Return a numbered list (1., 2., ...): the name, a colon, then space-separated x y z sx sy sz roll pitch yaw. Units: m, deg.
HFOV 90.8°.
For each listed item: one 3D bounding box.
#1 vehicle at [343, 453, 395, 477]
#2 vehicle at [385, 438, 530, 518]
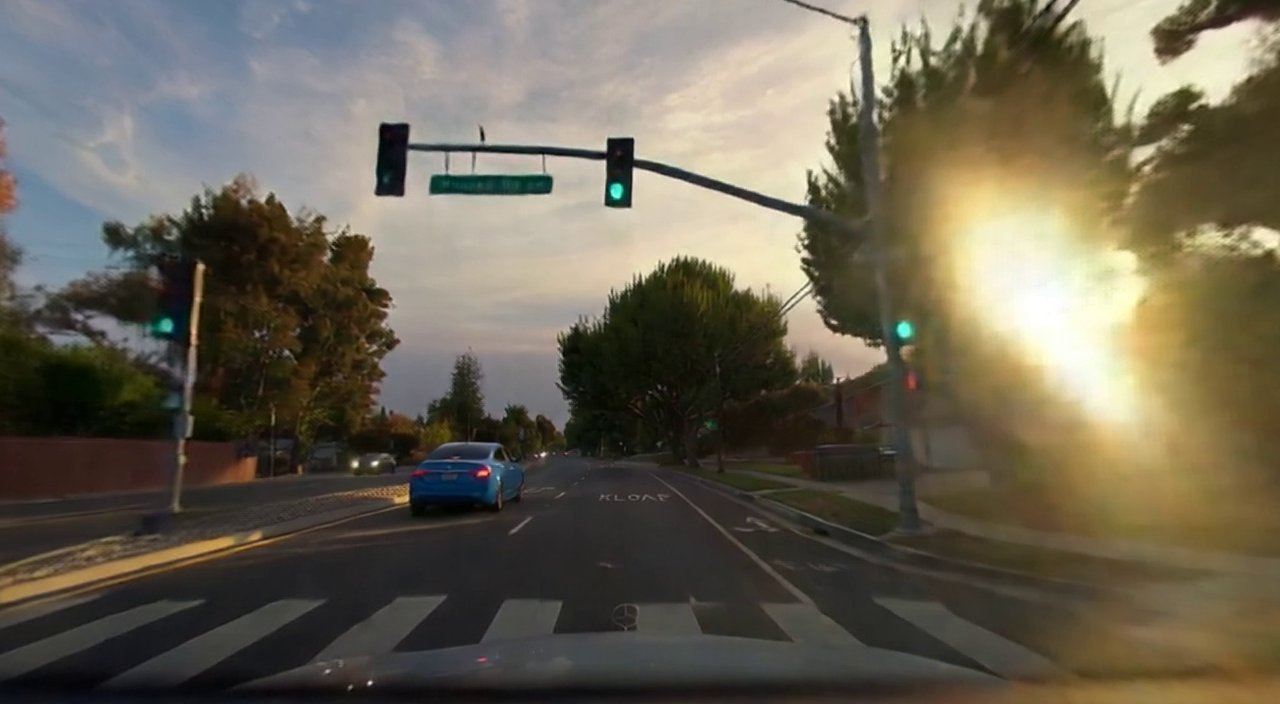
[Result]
1. vehicle: -18.824 7.851 44.069 1.874 1.494 4.395 0 -8 -3
2. vehicle: -3.903 2.763 14.428 1.980 1.508 4.502 0 -8 0
